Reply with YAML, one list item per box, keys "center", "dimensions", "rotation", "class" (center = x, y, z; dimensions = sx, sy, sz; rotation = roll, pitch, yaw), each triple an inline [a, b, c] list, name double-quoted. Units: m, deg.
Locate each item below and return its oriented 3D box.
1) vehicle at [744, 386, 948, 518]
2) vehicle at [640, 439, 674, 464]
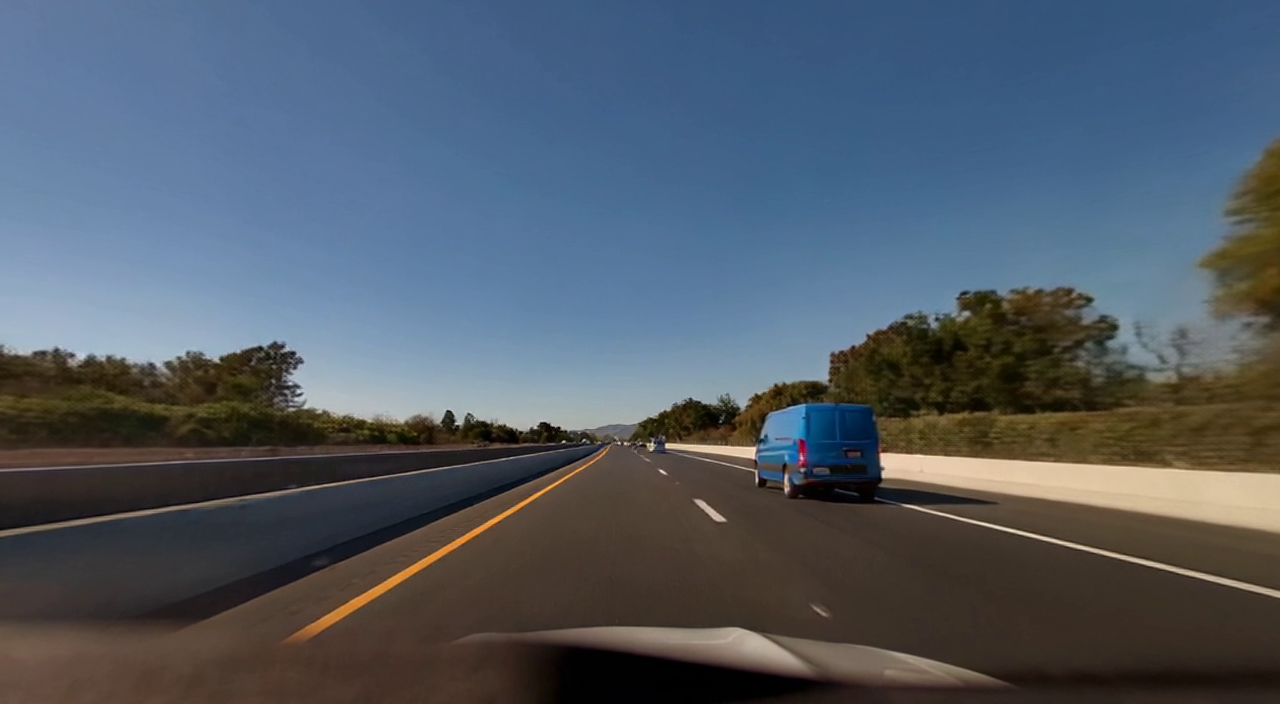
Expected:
- center: [3.643, 1.898, 12.319]
  dimensions: [2.269, 2.048, 4.679]
  rotation: [0, -8, -1]
  class: "vehicle"
- center: [1.005, 6.284, 39.948]
  dimensions: [2.005, 1.466, 3.739]
  rotation: [0, -8, -1]
  class: "vehicle"
